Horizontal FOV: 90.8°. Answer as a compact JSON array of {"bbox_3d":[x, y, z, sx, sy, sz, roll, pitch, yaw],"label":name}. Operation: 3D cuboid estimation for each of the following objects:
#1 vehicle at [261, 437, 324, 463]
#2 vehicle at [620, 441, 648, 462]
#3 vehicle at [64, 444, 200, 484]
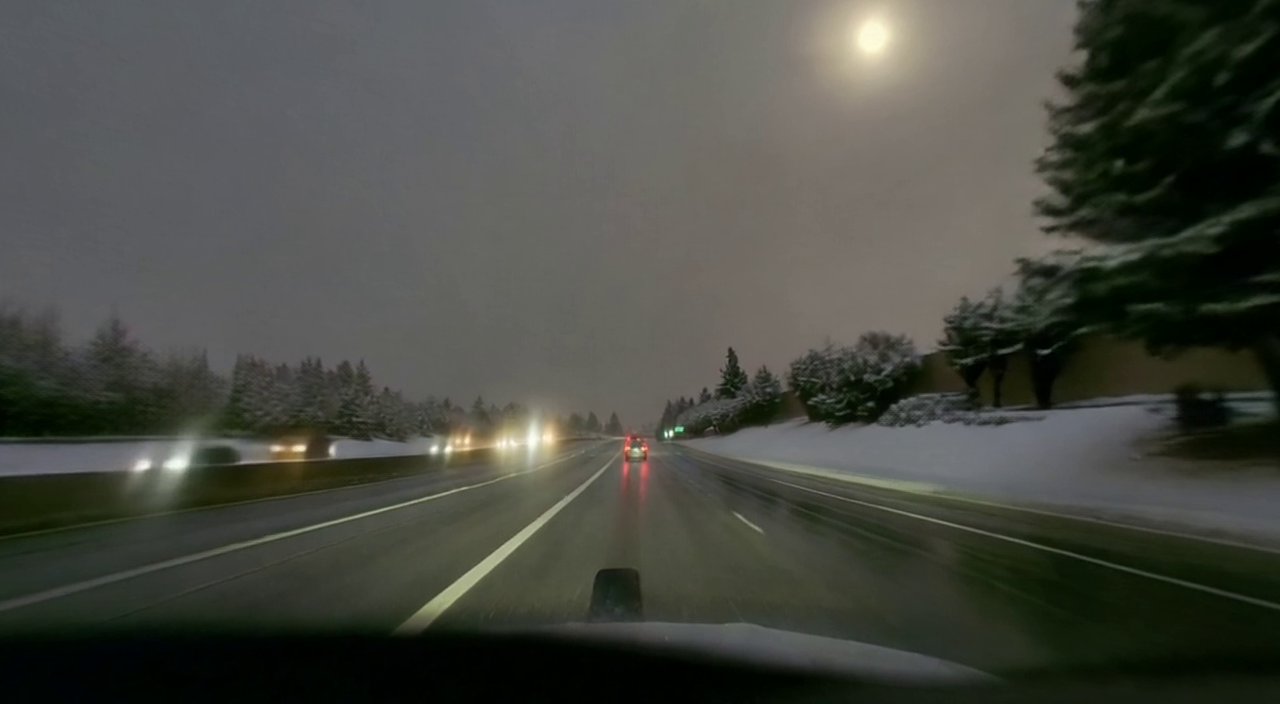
[{"bbox_3d":[-25.534,7.216,46.584,2.017,1.804,4.556,0,-9,0],"label":"vehicle"},{"bbox_3d":[-0.465,7.517,47.759,2.025,1.460,4.189,0,-9,-1],"label":"vehicle"},{"bbox_3d":[-21.354,4.717,26.869,1.955,1.518,4.625,0,-9,-1],"label":"vehicle"}]
